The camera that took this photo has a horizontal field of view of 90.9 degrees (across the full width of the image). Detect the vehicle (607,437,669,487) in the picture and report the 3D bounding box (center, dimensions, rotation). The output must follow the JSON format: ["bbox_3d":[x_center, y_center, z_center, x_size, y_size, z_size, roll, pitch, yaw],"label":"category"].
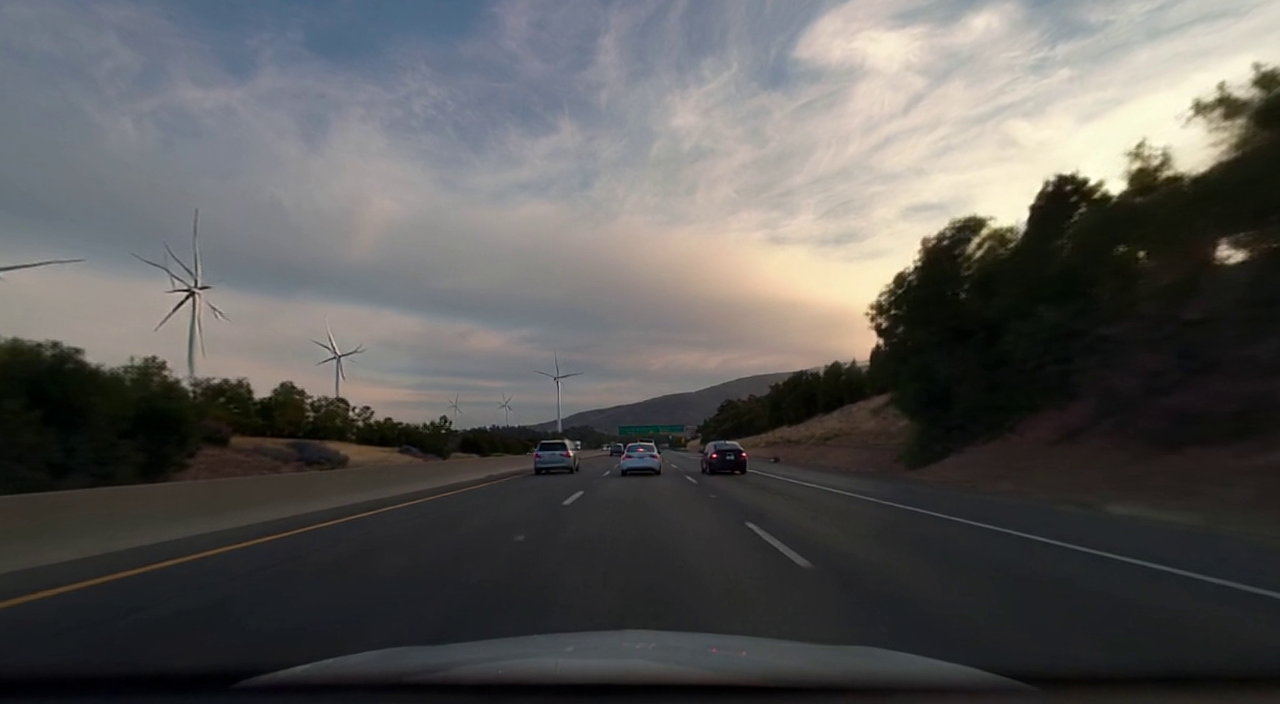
[{"bbox_3d":[-0.062,4.020,23.169,2.083,1.653,3.787,0,-9,0],"label":"vehicle"}]

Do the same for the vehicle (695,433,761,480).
[{"bbox_3d":[3.756,4.578,27.779,2.104,1.861,4.956,0,-9,-1],"label":"vehicle"}]

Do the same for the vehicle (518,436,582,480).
[{"bbox_3d":[-3.905,4.716,28.237,2.131,1.784,4.635,0,-9,1],"label":"vehicle"}]
